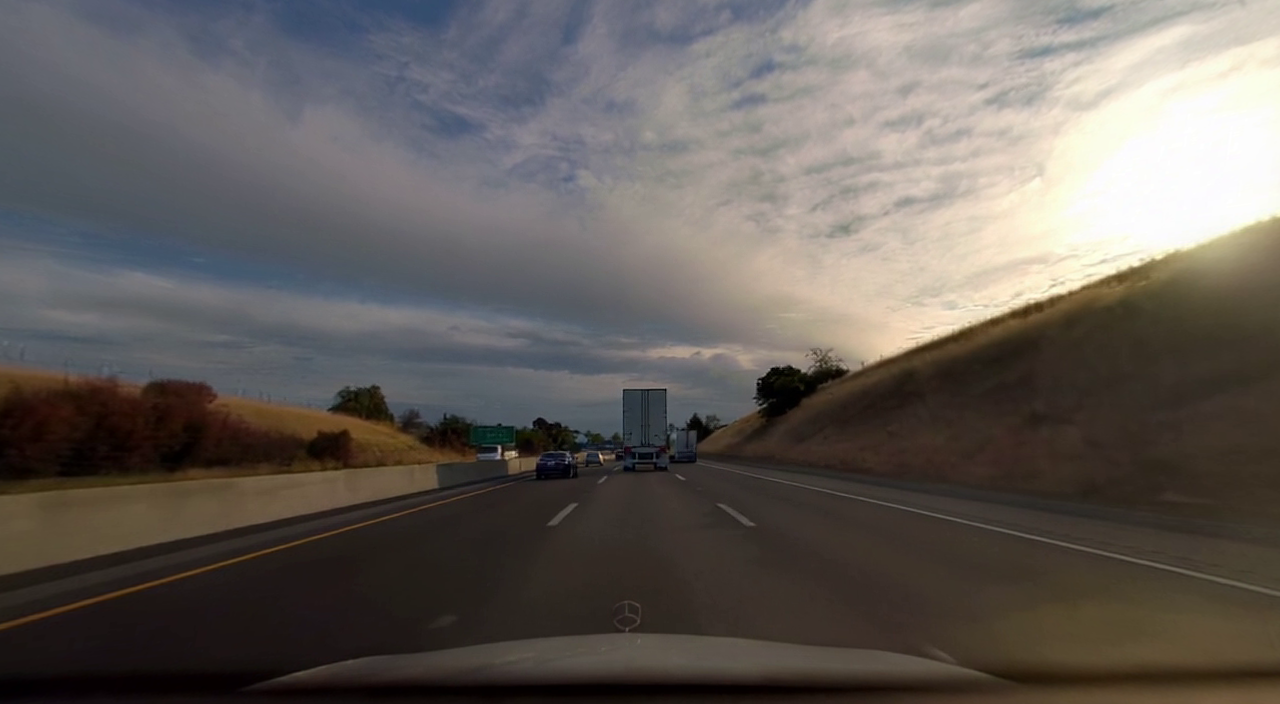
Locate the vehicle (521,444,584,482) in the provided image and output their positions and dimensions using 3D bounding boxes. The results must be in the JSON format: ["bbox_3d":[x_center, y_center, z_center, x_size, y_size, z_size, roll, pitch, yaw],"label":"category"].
[{"bbox_3d":[-3.720,4.813,27.615,2.053,1.489,4.740,0,-9,0],"label":"vehicle"}]

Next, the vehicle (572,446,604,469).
[{"bbox_3d":[-3.799,7.746,46.461,2.051,1.537,4.111,0,-9,-1],"label":"vehicle"}]

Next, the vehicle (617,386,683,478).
[{"bbox_3d":[0.337,4.390,33.600,2.919,4.048,11.010,0,-9,-1],"label":"vehicle"}]
